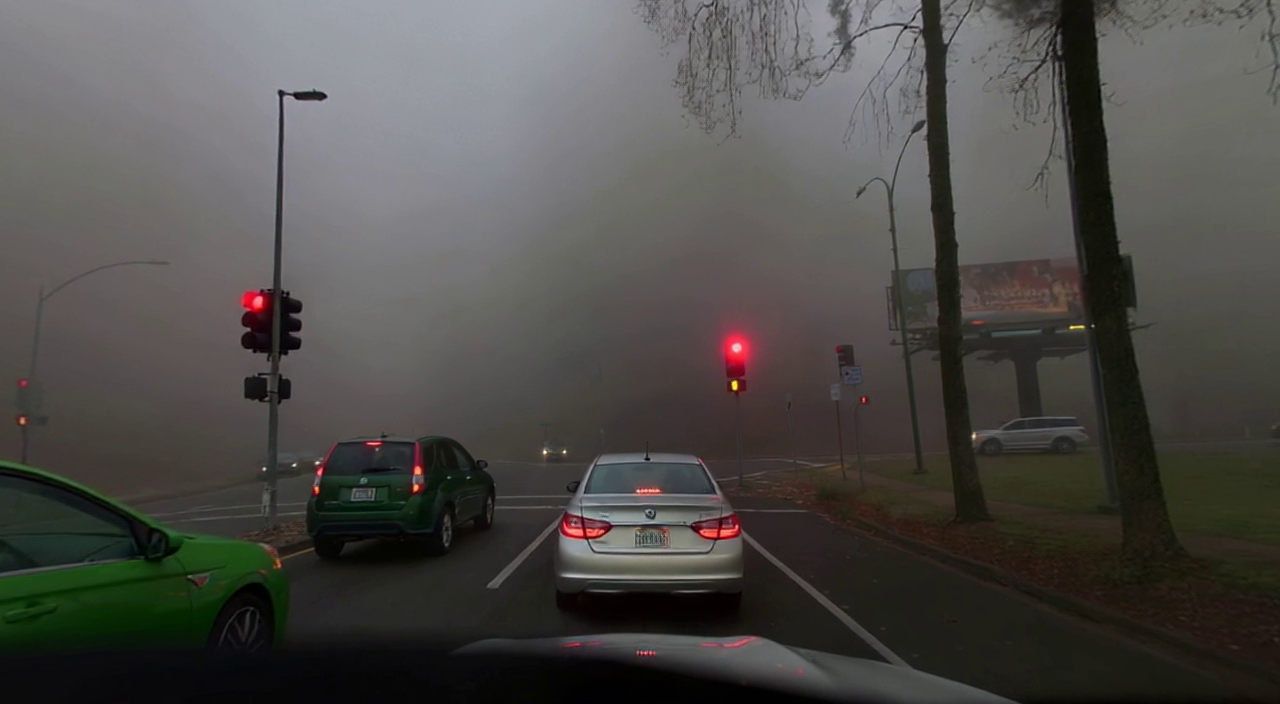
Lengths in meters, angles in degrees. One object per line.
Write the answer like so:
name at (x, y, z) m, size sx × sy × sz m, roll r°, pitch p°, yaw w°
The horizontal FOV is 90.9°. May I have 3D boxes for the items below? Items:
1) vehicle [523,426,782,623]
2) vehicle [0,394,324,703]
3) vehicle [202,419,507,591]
vehicle at (0.027, 1.591, 6.633) m, size 1.977 × 1.467 × 3.474 m, roll 0°, pitch -9°, yaw -2°
vehicle at (-3.149, 0.952, 2.418) m, size 1.808 × 1.520 × 3.846 m, roll -1°, pitch -9°, yaw 1°
vehicle at (-3.176, 1.785, 8.142) m, size 1.950 × 1.628 × 4.082 m, roll -1°, pitch -9°, yaw 1°
